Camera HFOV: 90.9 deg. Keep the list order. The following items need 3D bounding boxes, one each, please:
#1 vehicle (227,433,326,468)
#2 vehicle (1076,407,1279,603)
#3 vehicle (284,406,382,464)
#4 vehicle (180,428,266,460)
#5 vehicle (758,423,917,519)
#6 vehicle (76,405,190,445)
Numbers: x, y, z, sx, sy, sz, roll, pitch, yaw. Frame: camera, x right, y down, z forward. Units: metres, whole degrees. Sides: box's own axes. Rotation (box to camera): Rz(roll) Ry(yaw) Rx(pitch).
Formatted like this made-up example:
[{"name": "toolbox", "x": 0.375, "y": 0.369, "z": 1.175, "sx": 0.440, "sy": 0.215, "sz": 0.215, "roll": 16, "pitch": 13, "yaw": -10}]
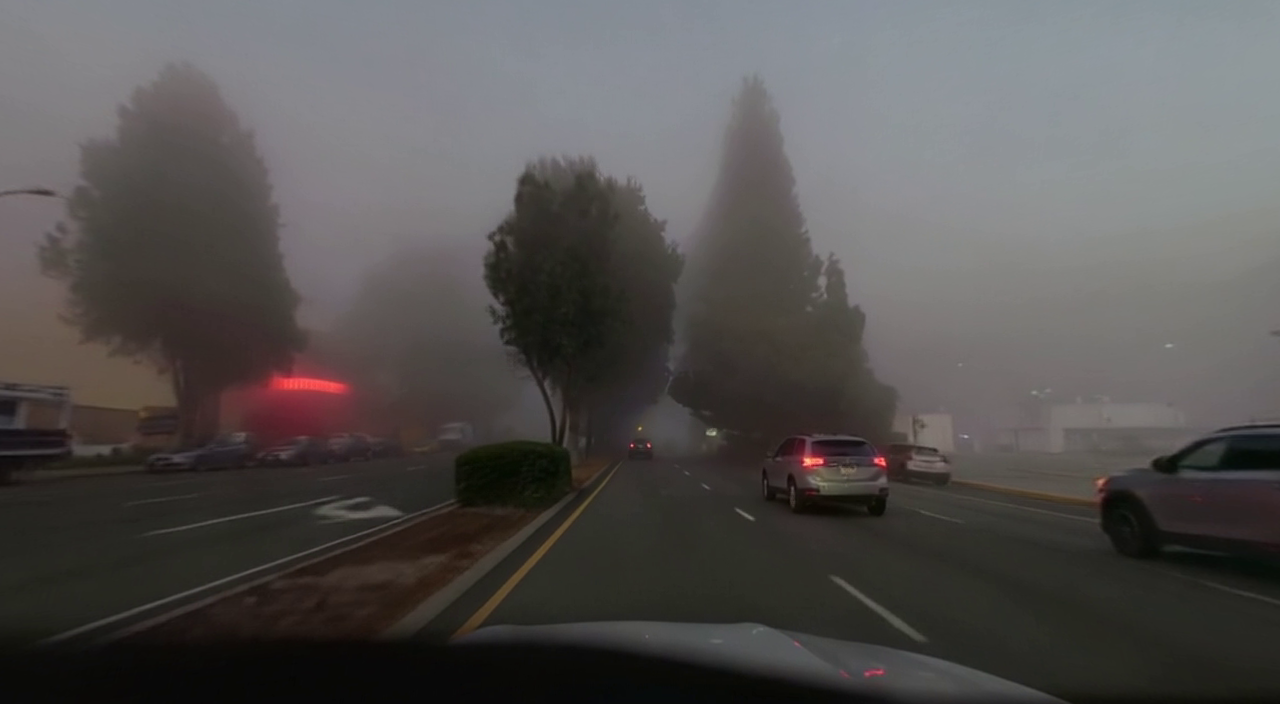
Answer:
[{"name": "vehicle", "x": -18.917, "y": 5.153, "z": 33.121, "sx": 2.015, "sy": 1.647, "sz": 5.085, "roll": 0, "pitch": -9, "yaw": 2}, {"name": "vehicle", "x": 6.806, "y": 1.400, "z": 5.797, "sx": 2.134, "sy": 1.738, "sz": 4.833, "roll": 0, "pitch": -9, "yaw": 0}, {"name": "vehicle", "x": -18.933, "y": 5.242, "z": 39.419, "sx": 2.811, "sy": 3.326, "sz": 6.083, "roll": 0, "pitch": -9, "yaw": 2}, {"name": "vehicle", "x": -25.618, "y": 5.700, "z": 38.840, "sx": 3.907, "sy": 1.800, "sz": 1.917, "roll": -2, "pitch": -10, "yaw": 2}, {"name": "vehicle", "x": 3.876, "y": 2.416, "z": 13.207, "sx": 2.072, "sy": 1.669, "sz": 3.836, "roll": 0, "pitch": -9, "yaw": 0}, {"name": "vehicle", "x": -26.908, "y": 3.922, "z": 33.596, "sx": 4.235, "sy": 2.032, "sz": 2.010, "roll": 0, "pitch": -9, "yaw": 1}]
